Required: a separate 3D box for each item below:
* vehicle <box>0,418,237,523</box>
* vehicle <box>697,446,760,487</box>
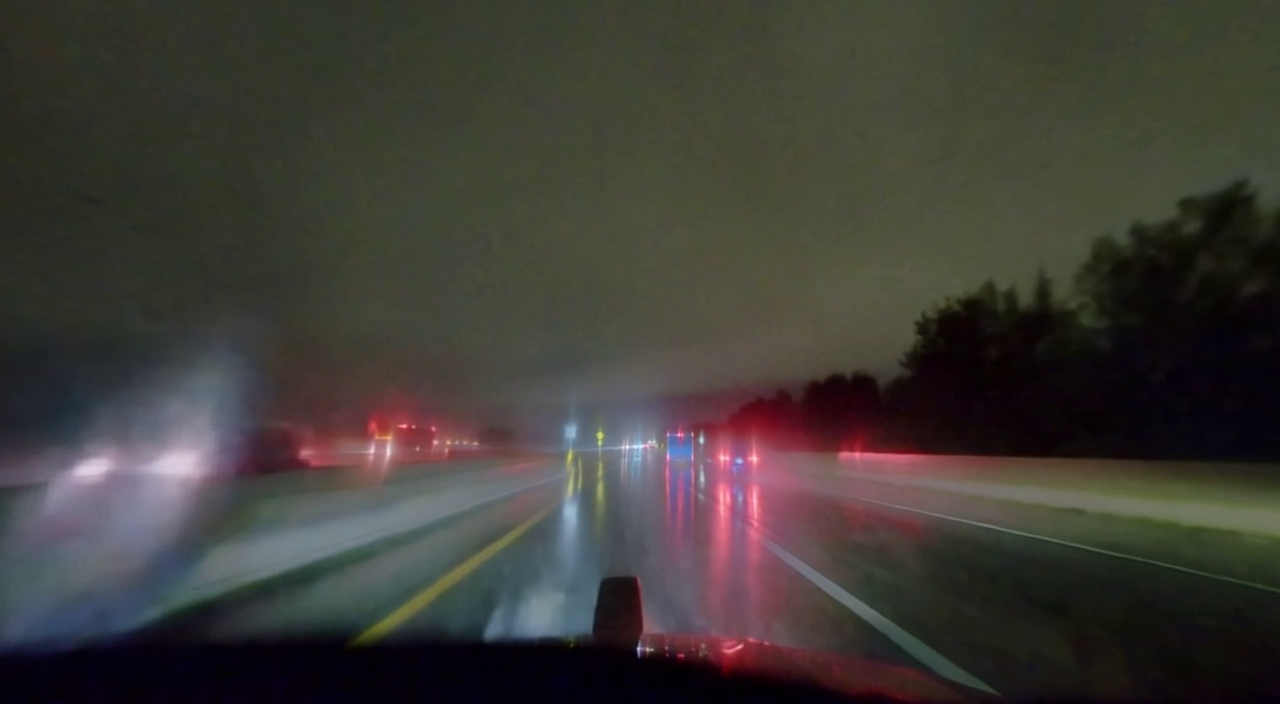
[{"bbox_3d":[-9.397,2.028,11.118,1.876,1.500,3.973,0,-9,0],"label":"vehicle"},{"bbox_3d":[3.446,4.519,25.084,1.836,1.459,3.766,0,-9,-2],"label":"vehicle"}]
